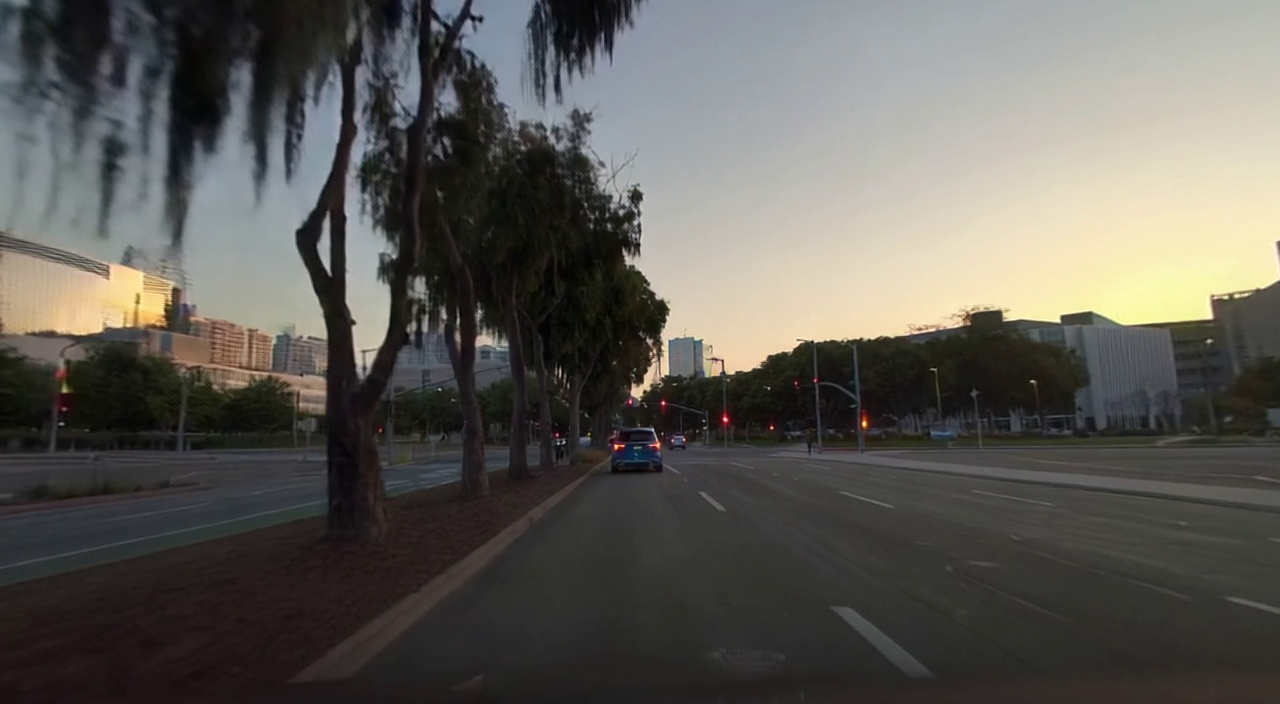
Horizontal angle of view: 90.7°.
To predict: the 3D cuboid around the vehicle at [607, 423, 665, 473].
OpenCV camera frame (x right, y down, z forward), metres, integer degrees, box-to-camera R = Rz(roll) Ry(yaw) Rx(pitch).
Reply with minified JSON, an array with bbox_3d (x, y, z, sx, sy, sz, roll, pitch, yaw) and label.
[{"bbox_3d":[-0.203,4.090,26.994,2.267,1.926,4.708,0,-9,-1],"label":"vehicle"}]
